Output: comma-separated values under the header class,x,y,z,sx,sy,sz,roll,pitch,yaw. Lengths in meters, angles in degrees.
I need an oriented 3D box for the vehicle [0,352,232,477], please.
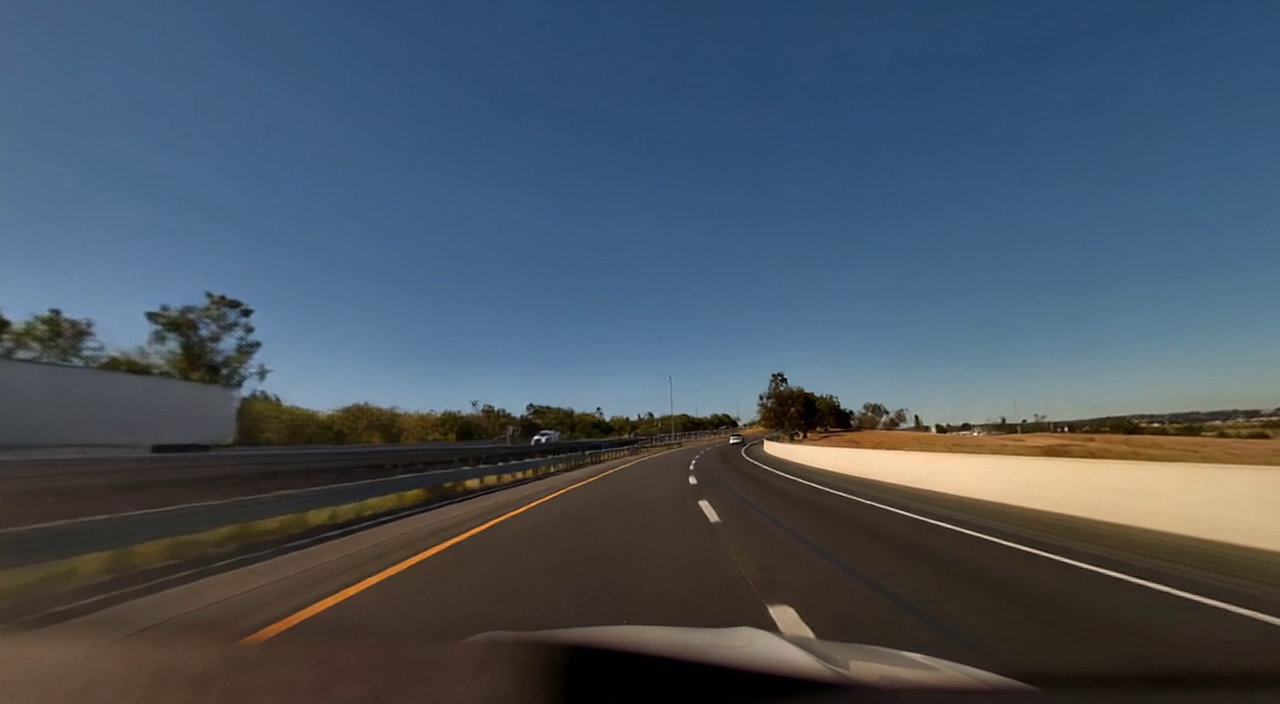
class,x,y,z,sx,sy,sz,roll,pitch,yaw
vehicle,-23.009,2.523,24.004,2.949,4.184,16.613,-1,-9,4
